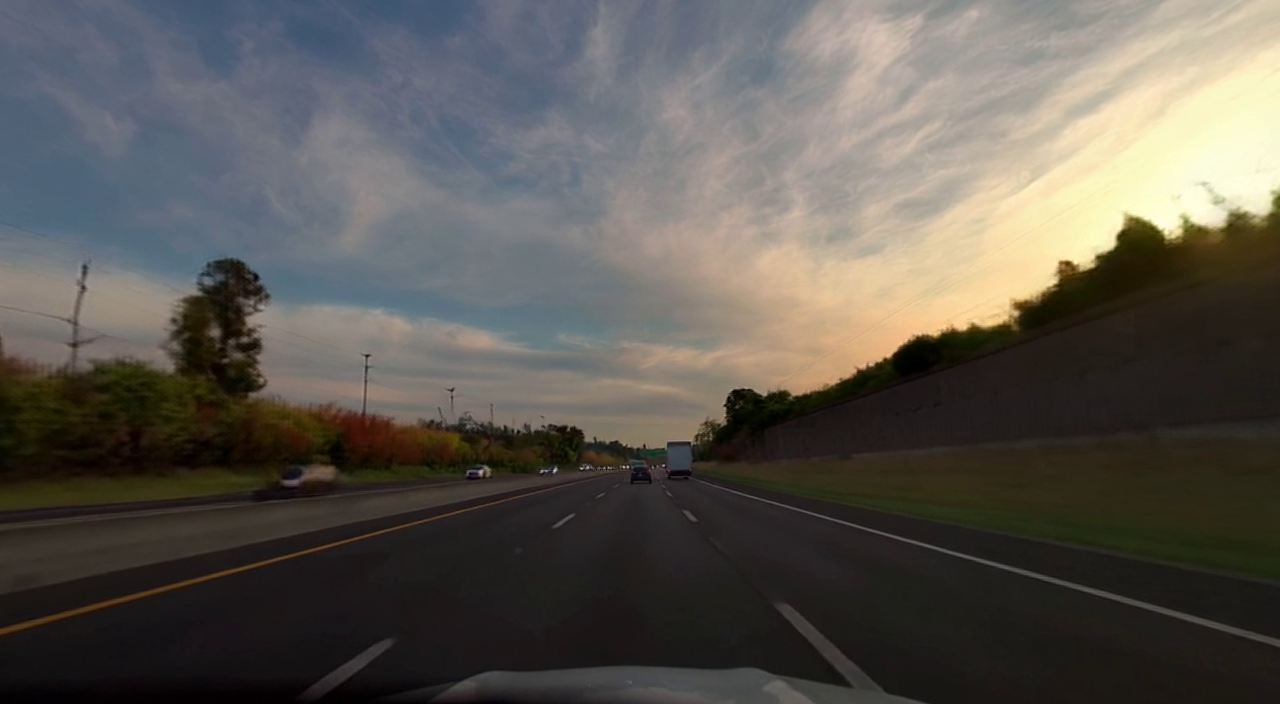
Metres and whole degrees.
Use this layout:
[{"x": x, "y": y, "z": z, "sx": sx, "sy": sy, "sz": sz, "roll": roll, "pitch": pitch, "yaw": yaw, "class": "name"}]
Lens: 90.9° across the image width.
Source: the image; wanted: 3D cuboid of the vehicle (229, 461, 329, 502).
[{"x": -15.741, "y": 5.643, "z": 27.743, "sx": 1.909, "sy": 1.615, "sz": 4.119, "roll": 0, "pitch": -10, "yaw": 0, "class": "vehicle"}]

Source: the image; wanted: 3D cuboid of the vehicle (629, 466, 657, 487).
[{"x": 0.224, "y": 9.365, "z": 47.433, "sx": 2.015, "sy": 1.478, "sz": 3.920, "roll": 0, "pitch": -10, "yaw": 0, "class": "vehicle"}]
